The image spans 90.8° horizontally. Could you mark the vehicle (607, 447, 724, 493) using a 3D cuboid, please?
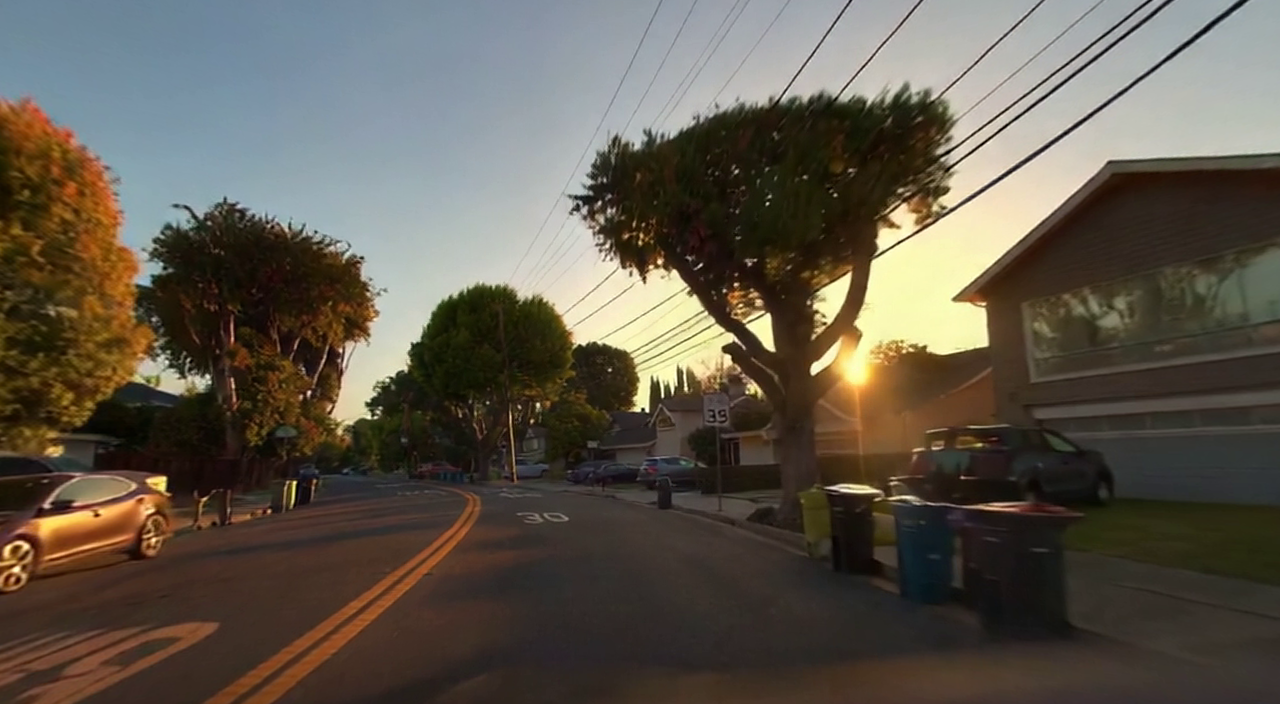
[{"bbox_3d":[1.244,5.823,31.182,5.229,1.790,2.153,-1,-11,-19],"label":"vehicle"}]

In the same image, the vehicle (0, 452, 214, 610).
[{"bbox_3d":[-7.628,2.051,7.842,1.994,1.515,4.385,1,-8,-7],"label":"vehicle"}]
